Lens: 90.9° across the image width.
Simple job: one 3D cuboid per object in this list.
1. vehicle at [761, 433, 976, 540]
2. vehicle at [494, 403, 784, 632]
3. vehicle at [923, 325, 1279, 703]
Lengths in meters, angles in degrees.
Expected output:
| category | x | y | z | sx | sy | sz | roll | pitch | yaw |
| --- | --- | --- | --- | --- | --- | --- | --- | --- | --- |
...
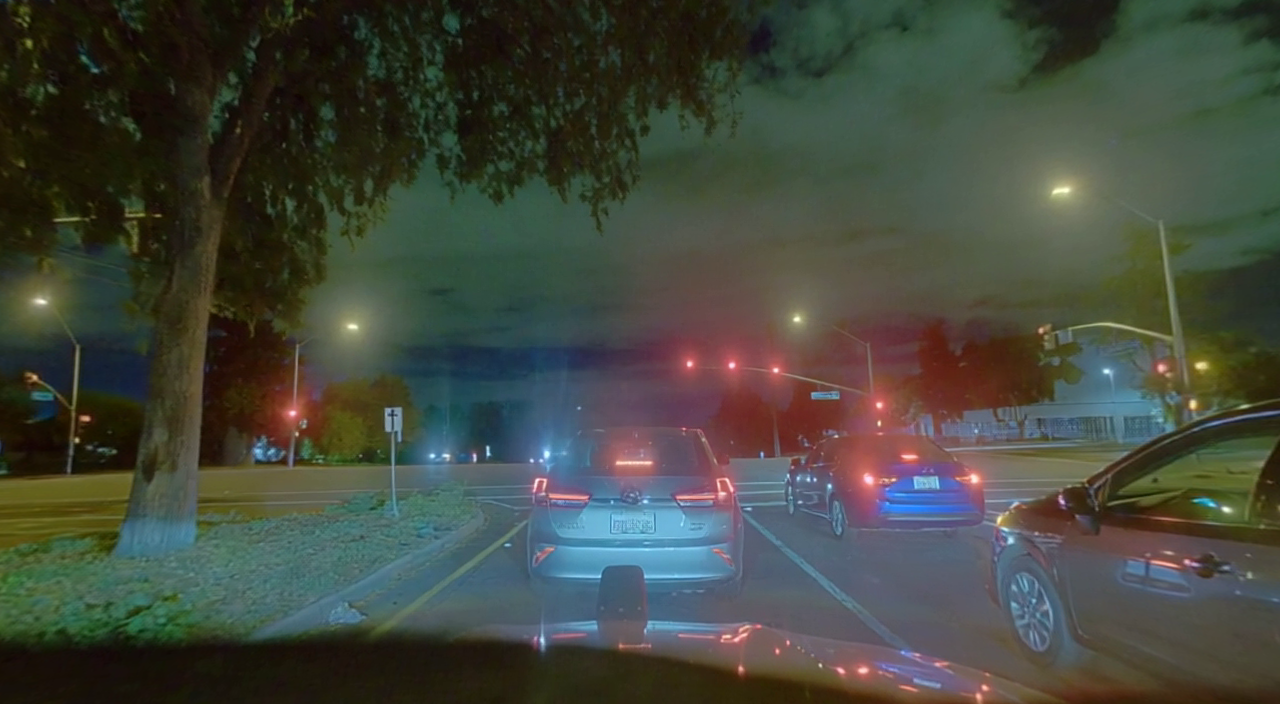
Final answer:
| category | x | y | z | sx | sy | sz | roll | pitch | yaw |
| --- | --- | --- | --- | --- | --- | --- | --- | --- | --- |
| vehicle | 3.688 | 2.262 | 11.299 | 2.054 | 1.482 | 4.654 | 0 | -9 | -1 |
| vehicle | -0.021 | 1.475 | 6.502 | 2.074 | 1.631 | 3.793 | 0 | -9 | 0 |
| vehicle | 3.721 | 0.934 | 3.430 | 2.162 | 1.829 | 4.519 | 0 | -9 | -1 |
